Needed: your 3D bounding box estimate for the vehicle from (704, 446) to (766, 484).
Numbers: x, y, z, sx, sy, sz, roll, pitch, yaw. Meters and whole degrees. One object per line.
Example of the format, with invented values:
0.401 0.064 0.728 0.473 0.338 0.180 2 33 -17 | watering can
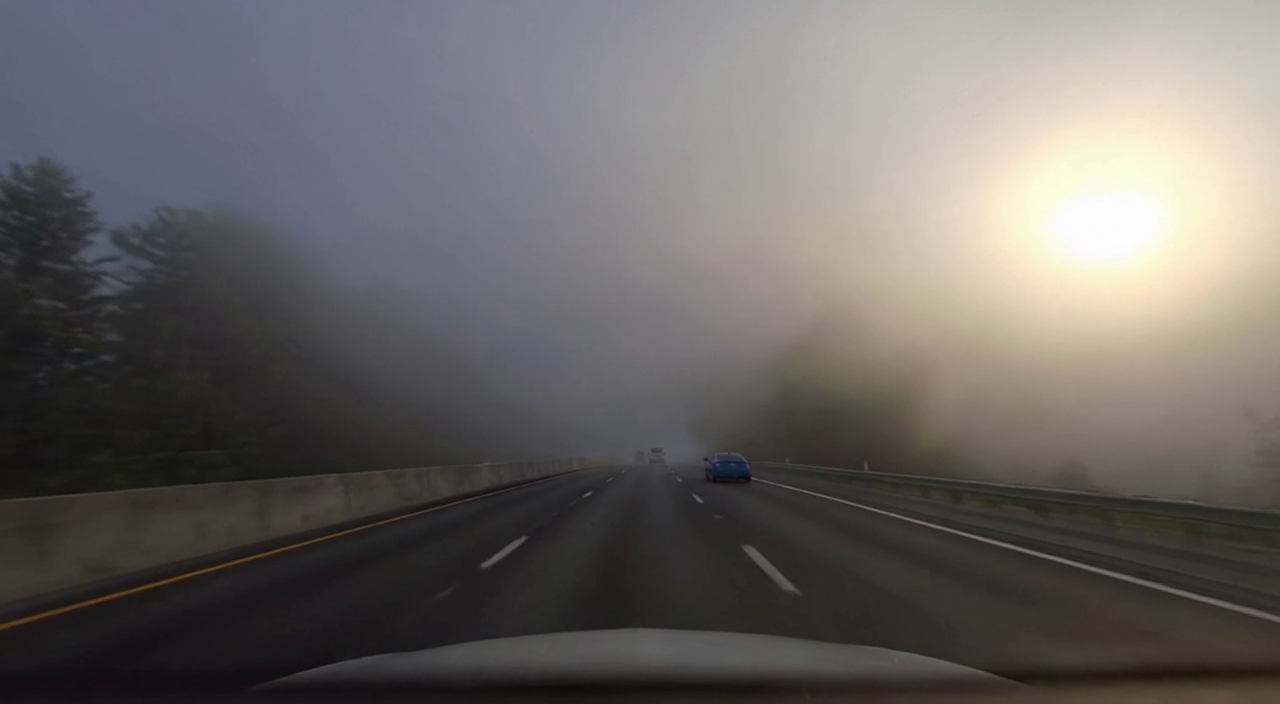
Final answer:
4.181 5.072 28.435 2.175 1.574 3.943 0 -9 0 | vehicle
